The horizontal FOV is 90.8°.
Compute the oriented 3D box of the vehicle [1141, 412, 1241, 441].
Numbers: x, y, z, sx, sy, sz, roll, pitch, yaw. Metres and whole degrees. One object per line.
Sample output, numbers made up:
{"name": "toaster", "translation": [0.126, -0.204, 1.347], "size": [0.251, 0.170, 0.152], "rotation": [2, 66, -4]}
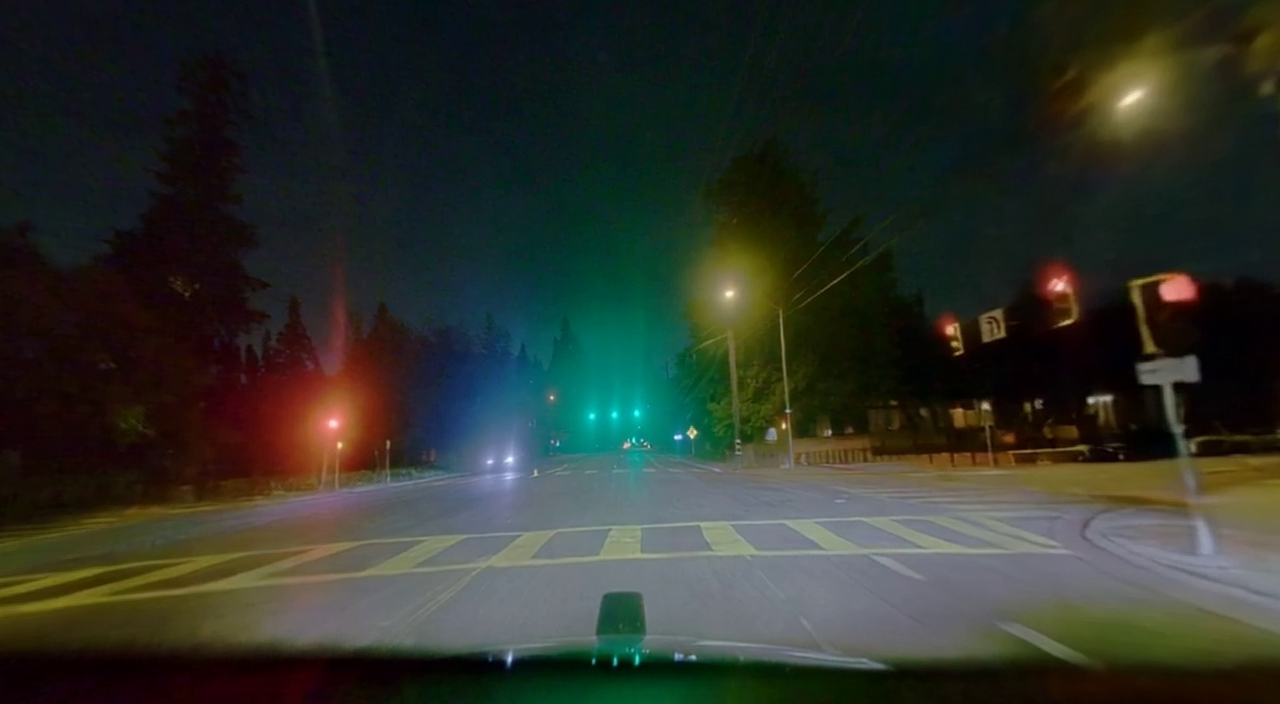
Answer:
{"name": "vehicle", "translation": [34.242, 4.720, 39.430], "size": [2.031, 1.661, 4.509], "rotation": [1, -8, -3]}
